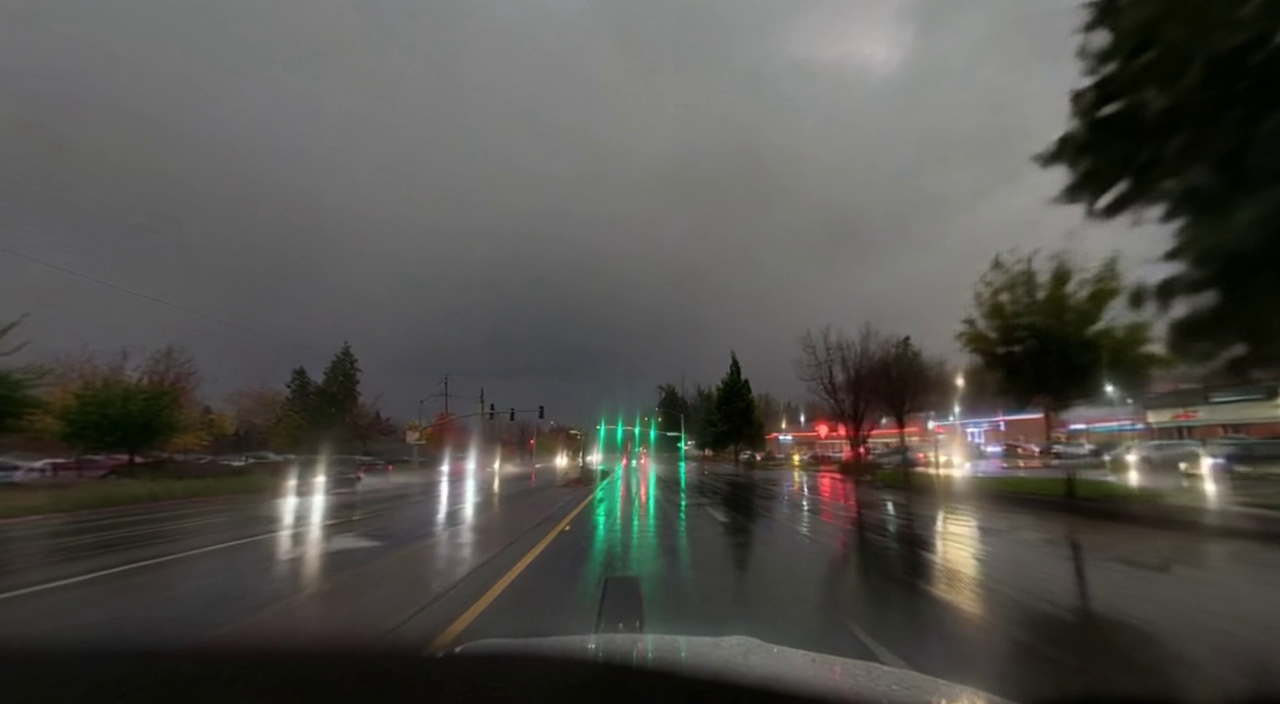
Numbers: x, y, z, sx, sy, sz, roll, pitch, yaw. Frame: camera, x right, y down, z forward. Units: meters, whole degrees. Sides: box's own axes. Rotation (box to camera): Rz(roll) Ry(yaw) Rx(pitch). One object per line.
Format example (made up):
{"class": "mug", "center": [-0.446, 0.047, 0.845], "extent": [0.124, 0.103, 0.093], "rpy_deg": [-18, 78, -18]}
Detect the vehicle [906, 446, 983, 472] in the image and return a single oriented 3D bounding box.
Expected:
{"class": "vehicle", "center": [19.577, 6.850, 40.585], "extent": [4.333, 1.532, 2.037], "rpy_deg": [4, -10, -25]}

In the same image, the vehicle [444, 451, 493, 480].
{"class": "vehicle", "center": [-11.420, 7.574, 42.397], "extent": [2.004, 1.787, 4.384], "rpy_deg": [0, -9, 1]}

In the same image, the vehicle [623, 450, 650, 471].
{"class": "vehicle", "center": [-0.310, 8.569, 49.984], "extent": [2.065, 1.521, 4.306], "rpy_deg": [0, -9, -1]}

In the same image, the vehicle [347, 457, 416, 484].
{"class": "vehicle", "center": [-18.880, 8.662, 46.321], "extent": [1.874, 1.755, 4.346], "rpy_deg": [-6, -10, 33]}

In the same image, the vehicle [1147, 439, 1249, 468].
{"class": "vehicle", "center": [32.383, 5.901, 36.773], "extent": [3.999, 1.581, 1.975], "rpy_deg": [0, -9, 1]}

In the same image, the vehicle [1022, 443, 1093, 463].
{"class": "vehicle", "center": [32.106, 7.783, 48.656], "extent": [4.036, 1.512, 1.856], "rpy_deg": [0, -9, 2]}
